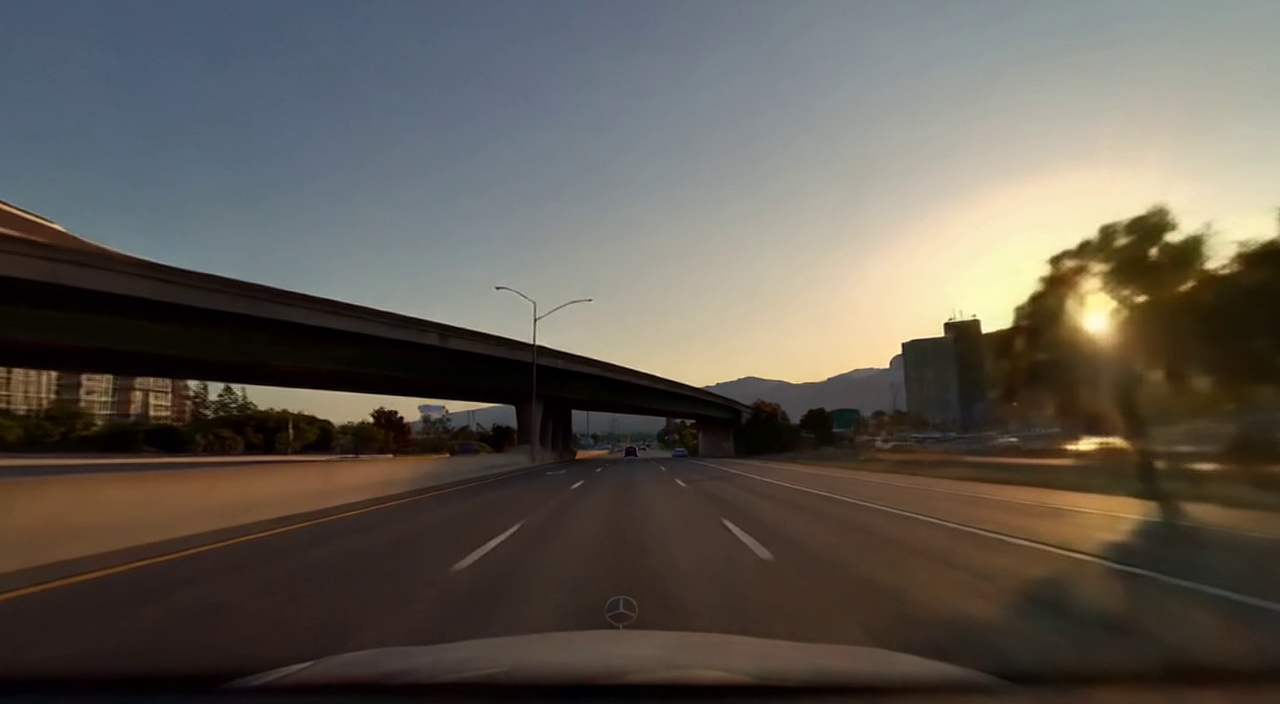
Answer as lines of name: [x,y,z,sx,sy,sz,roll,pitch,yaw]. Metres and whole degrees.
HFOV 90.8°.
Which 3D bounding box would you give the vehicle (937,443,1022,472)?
vehicle: [18.389,5.700,34.482,2.059,1.457,4.537,0,-8,-1]
